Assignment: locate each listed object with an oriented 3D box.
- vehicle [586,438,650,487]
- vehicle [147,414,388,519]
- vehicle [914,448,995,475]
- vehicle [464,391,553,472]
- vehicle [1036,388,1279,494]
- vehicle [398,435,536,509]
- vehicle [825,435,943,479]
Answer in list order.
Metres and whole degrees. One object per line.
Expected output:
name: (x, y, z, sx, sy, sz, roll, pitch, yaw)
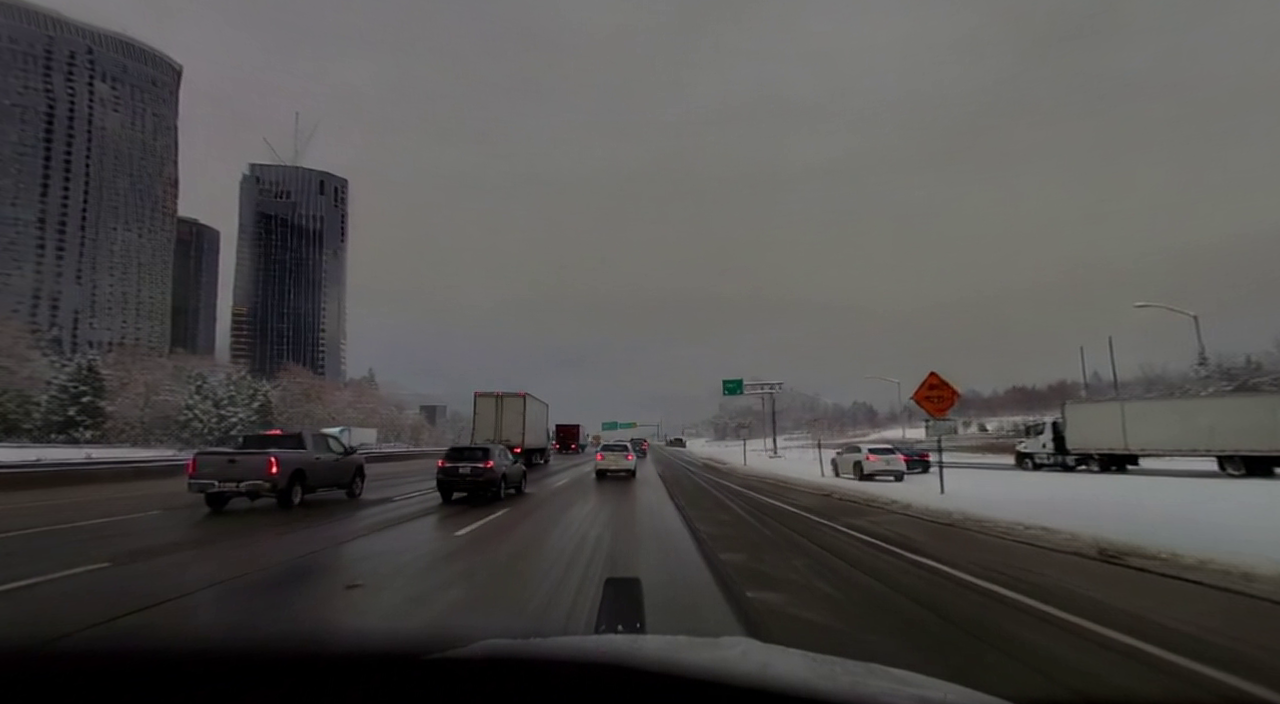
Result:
vehicle: (-0.684, 3.764, 21.748, 1.991, 1.488, 3.922, 0, -9, 0)
vehicle: (-7.522, 2.379, 13.522, 2.190, 1.821, 4.800, 0, -9, 1)
vehicle: (18.370, 6.388, 37.022, 1.902, 1.494, 4.239, 3, -9, -14)
vehicle: (-6.084, 3.963, 30.594, 2.955, 3.359, 8.322, 1, -9, -3)
vehicle: (22.508, 3.714, 26.145, 3.015, 3.855, 9.519, 8, -11, -41)
vehicle: (-3.942, 2.813, 15.231, 2.016, 1.497, 4.235, 0, -9, 2)
vehicle: (12.046, 5.222, 31.642, 2.415, 1.972, 5.572, 3, -9, -18)
